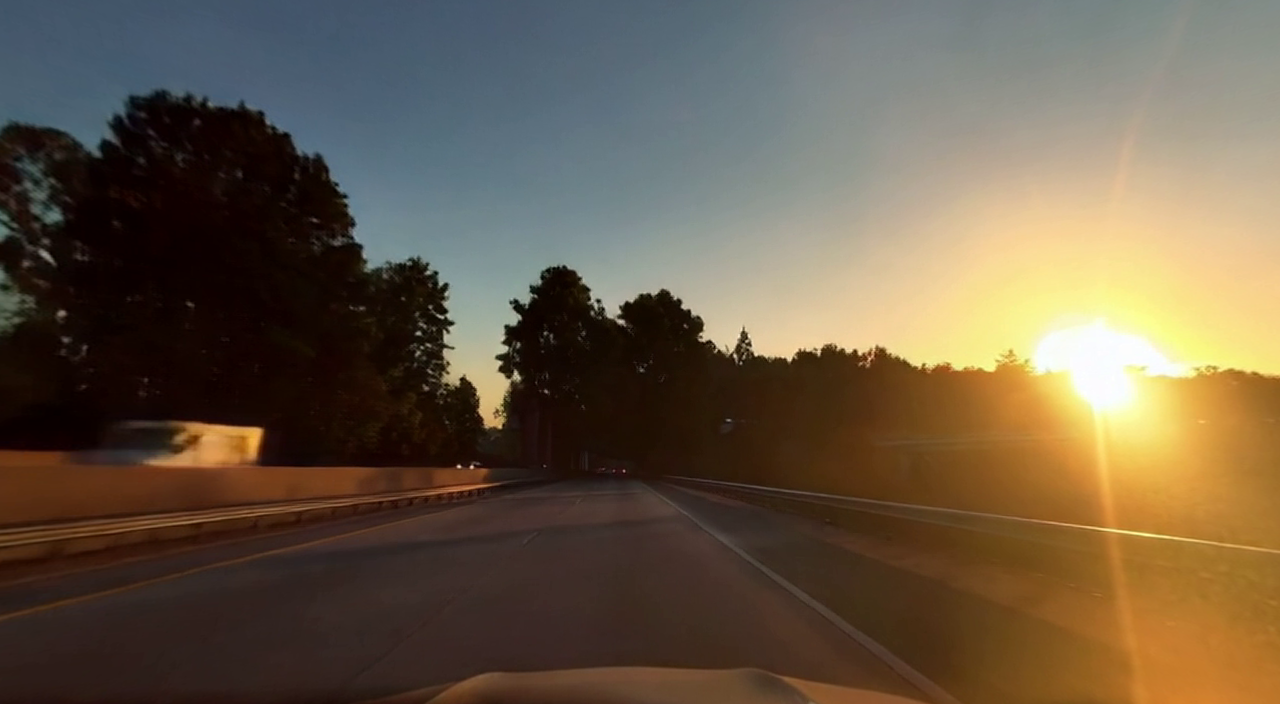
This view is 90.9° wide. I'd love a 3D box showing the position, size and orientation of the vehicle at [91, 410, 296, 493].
[{"bbox_3d":[-17.104,4.050,25.015,2.746,2.733,7.386,1,-11,-1],"label":"vehicle"}]
